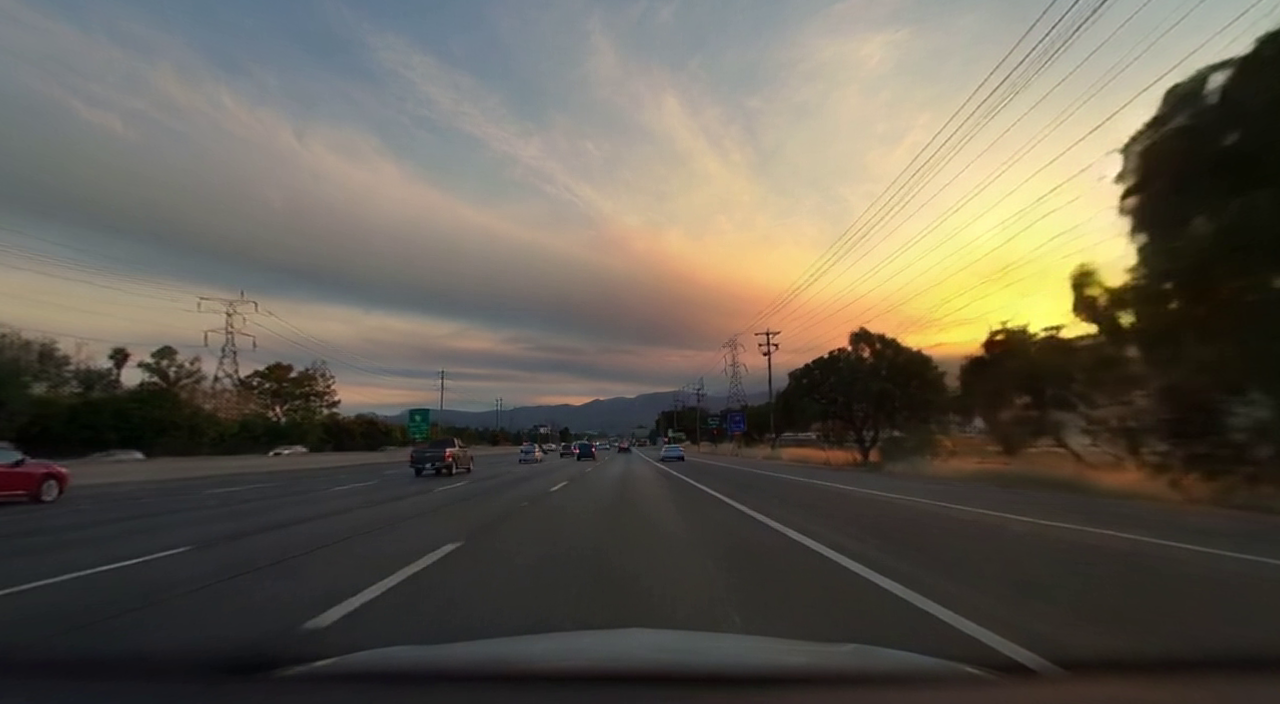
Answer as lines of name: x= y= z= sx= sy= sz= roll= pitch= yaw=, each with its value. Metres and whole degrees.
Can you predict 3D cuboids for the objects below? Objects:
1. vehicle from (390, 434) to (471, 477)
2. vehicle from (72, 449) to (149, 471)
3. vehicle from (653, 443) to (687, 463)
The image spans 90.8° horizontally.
vehicle: x=-9.681 y=4.842 z=29.770 sx=2.115 sy=1.799 sz=5.444 roll=0 pitch=-9 yaw=-2
vehicle: x=-38.738 y=7.896 z=46.379 sx=1.767 sy=1.496 sz=4.501 roll=0 pitch=-9 yaw=-1
vehicle: x=2.150 y=7.434 z=46.721 sx=2.015 sy=1.391 sz=3.897 roll=1 pitch=-9 yaw=-5
